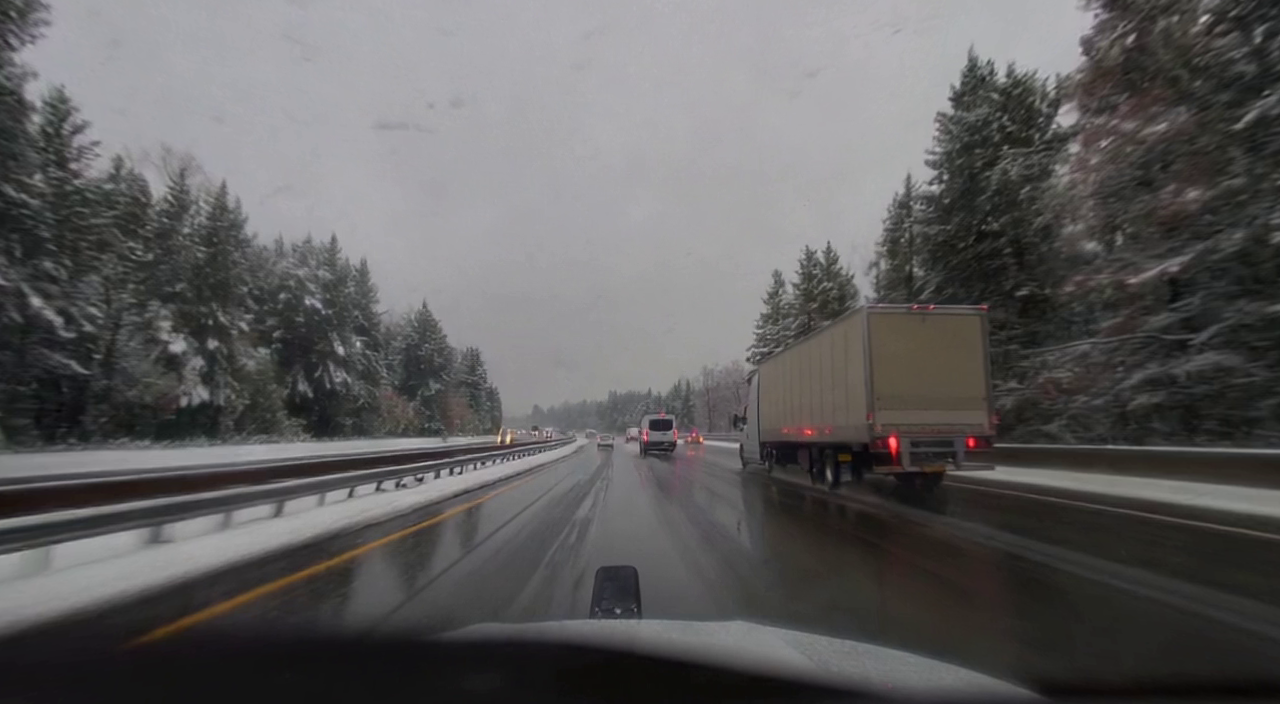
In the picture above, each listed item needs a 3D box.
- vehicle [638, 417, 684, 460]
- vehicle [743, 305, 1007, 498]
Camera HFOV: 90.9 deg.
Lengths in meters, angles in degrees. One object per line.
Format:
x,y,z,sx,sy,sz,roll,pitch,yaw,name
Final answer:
1.223,5.468,39.982,2.436,2.521,5.409,0,-8,-3,vehicle
6.020,1.932,20.207,2.904,4.054,14.017,0,-8,-1,vehicle
